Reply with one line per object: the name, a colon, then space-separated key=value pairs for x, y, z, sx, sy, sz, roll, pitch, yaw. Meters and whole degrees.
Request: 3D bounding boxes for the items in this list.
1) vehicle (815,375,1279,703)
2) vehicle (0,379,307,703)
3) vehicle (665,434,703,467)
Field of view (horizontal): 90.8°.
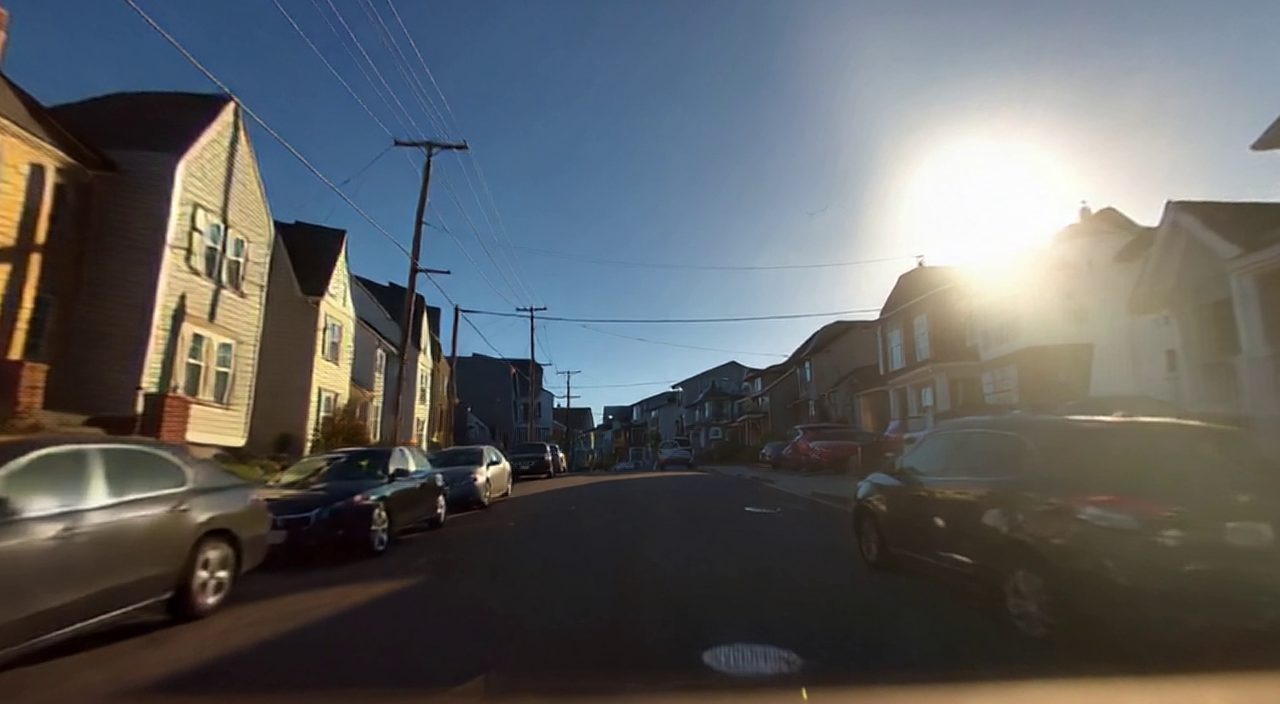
vehicle: x=3.315 y=1.279 z=5.508 sx=1.957 sy=1.644 sz=4.433 roll=1 pitch=-9 yaw=-5
vehicle: x=-4.263 y=1.151 z=3.812 sx=2.031 sy=1.708 sz=4.746 roll=-2 pitch=-10 yaw=-2
vehicle: x=3.137 y=7.171 z=46.031 sx=2.343 sy=2.229 sz=4.199 roll=0 pitch=-9 yaw=-1
